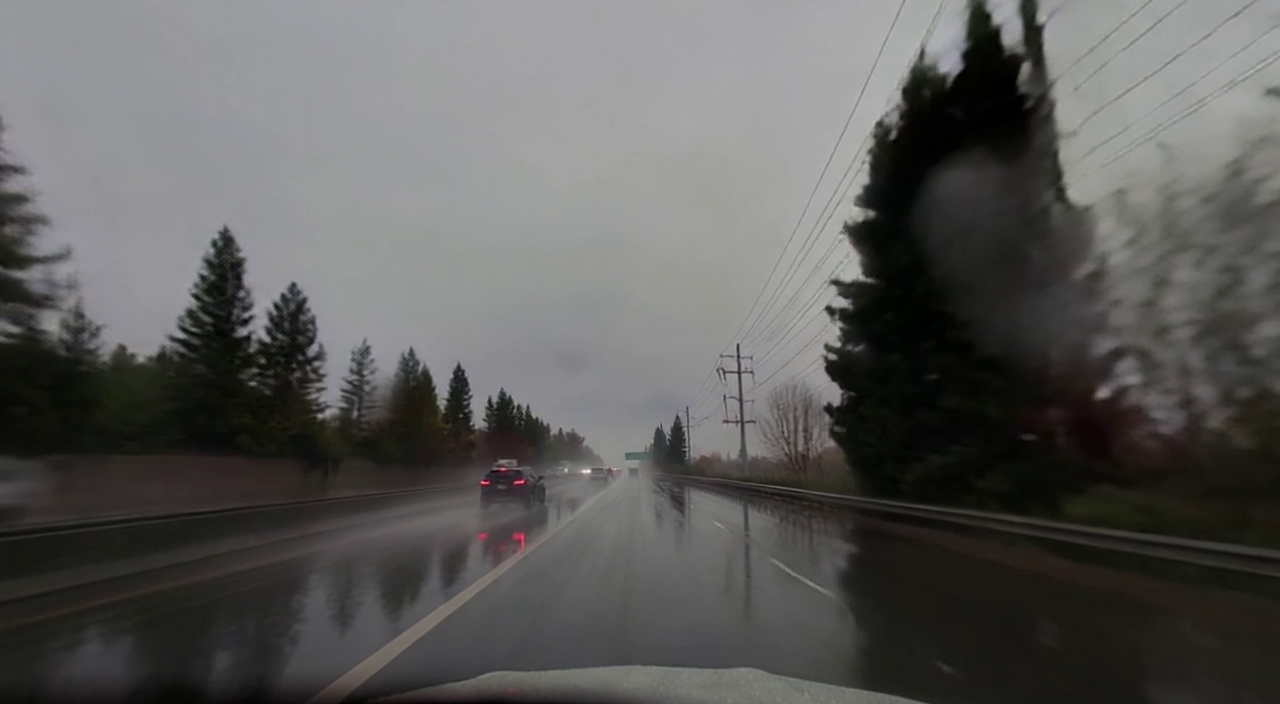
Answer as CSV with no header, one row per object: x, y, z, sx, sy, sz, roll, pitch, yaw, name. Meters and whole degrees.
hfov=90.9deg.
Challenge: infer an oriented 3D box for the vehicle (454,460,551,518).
-3.984,4.062,19.040,1.963,1.501,4.227,1,-11,0,vehicle
